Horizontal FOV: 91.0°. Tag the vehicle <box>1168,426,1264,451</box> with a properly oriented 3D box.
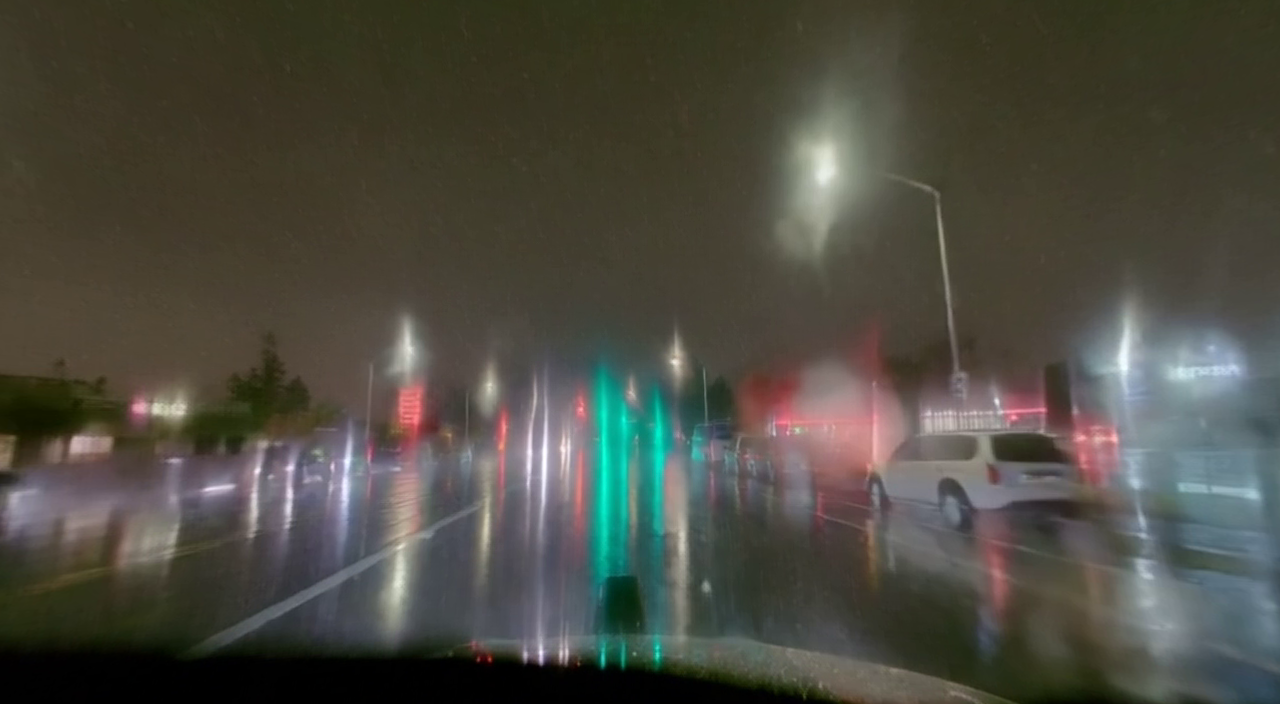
[{"bbox_3d":[43.909,6.657,48.094,2.062,1.781,5.018,7,-11,-38],"label":"vehicle"}]

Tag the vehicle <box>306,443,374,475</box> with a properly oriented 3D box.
[{"bbox_3d":[-17.217,6.160,36.378,1.928,1.718,4.279,0,-9,-2],"label":"vehicle"}]

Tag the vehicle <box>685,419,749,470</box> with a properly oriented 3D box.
[{"bbox_3d":[4.691,5.801,39.787,2.739,2.866,6.142,-1,-7,-5],"label":"vehicle"}]

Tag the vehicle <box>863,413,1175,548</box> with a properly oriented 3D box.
[{"bbox_3d":[6.440,2.254,11.868,2.092,1.887,5.632,1,-9,-4],"label":"vehicle"}]

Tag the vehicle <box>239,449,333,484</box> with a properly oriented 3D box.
[{"bbox_3d":[-16.843,5.436,30.281,2.036,1.478,4.615,0,-9,-3],"label":"vehicle"}]

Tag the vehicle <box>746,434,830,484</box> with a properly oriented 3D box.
[{"bbox_3d":[5.753,4.220,25.064,1.952,1.771,4.385,1,-9,-5],"label":"vehicle"}]

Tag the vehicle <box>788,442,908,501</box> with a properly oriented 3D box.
[{"bbox_3d":[5.875,3.425,18.483,1.902,1.494,4.622,0,-9,-1],"label":"vehicle"}]
